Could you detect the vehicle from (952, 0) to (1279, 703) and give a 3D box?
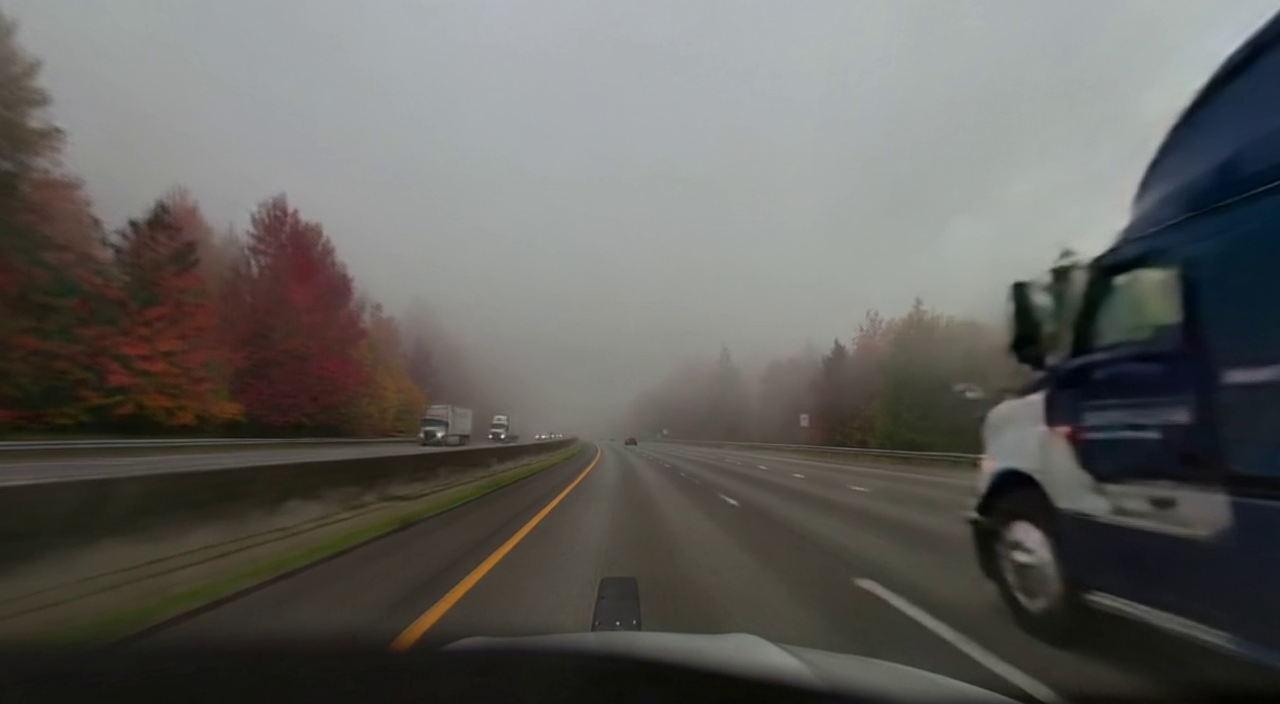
[{"bbox_3d":[3.801,-0.542,1.335,2.985,4.066,6.190,0,-8,0],"label":"vehicle"}]
